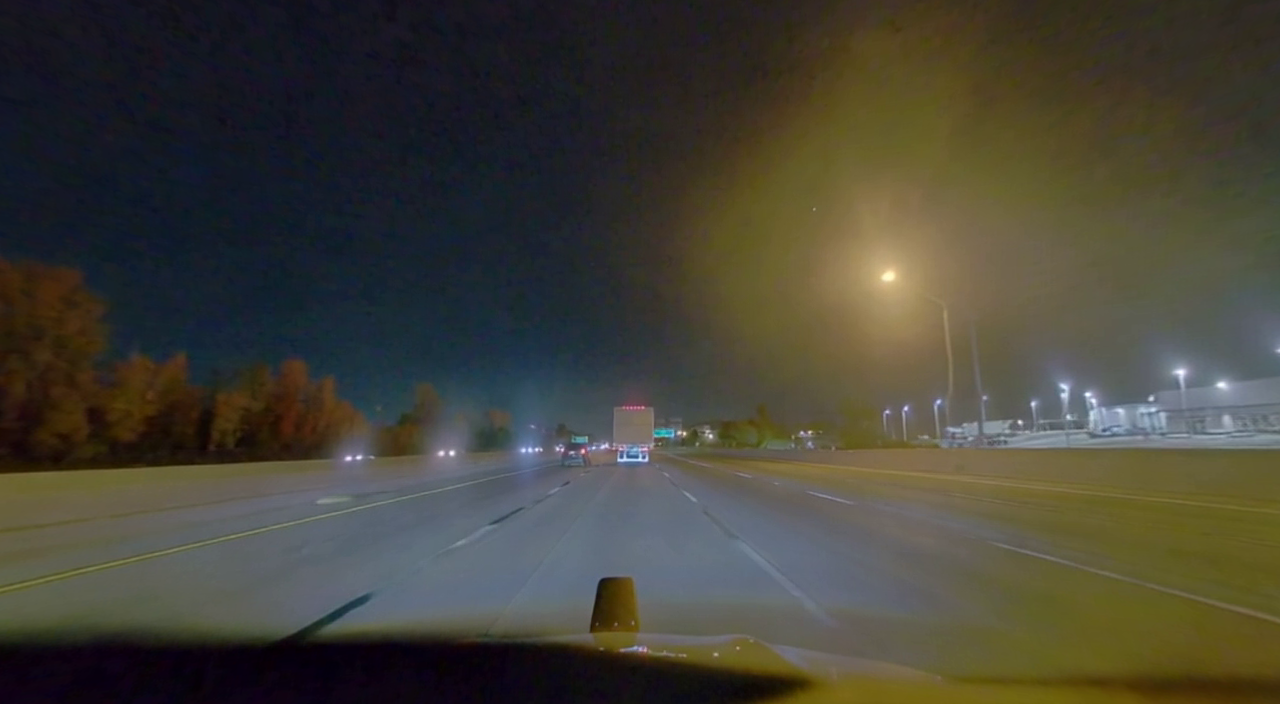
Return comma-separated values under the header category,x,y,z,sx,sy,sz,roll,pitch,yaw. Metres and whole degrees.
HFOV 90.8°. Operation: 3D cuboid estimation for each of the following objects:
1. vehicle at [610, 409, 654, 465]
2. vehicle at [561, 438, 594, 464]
category,x,y,z,sx,sy,sz,roll,pitch,yaw
vehicle,-0.485,6.602,48.604,3.000,3.786,11.740,0,-8,0
vehicle,-4.786,7.697,49.162,2.095,1.930,4.680,0,-8,0
